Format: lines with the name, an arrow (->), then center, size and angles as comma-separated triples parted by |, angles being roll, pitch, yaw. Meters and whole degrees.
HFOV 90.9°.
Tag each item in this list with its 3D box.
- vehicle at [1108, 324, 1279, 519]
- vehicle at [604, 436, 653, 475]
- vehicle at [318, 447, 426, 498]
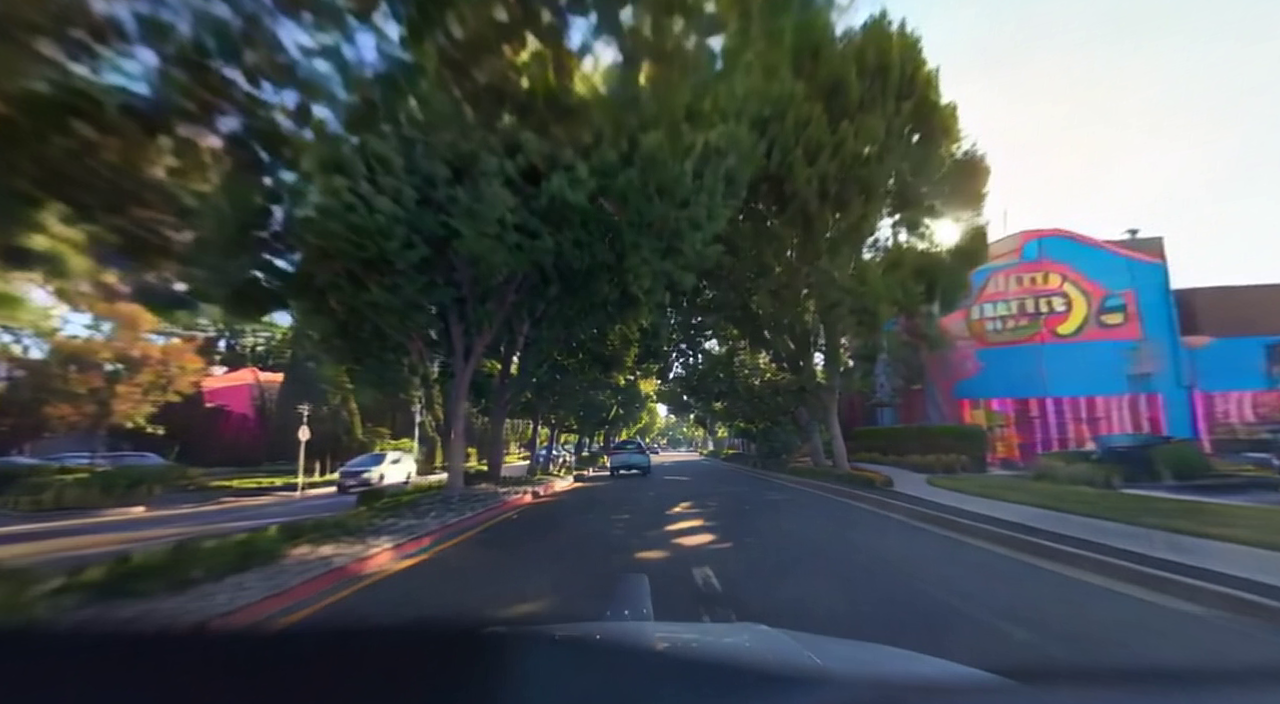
vehicle -> 13.622, 1.145, 11.053 | 2.794, 3.710, 10.785 | -3, -8, 2
vehicle -> -0.464, 4.905, 30.063 | 2.129, 1.713, 4.314 | 0, -8, 2
vehicle -> -9.420, 4.220, 22.564 | 1.908, 1.616, 3.988 | 0, -8, 3
